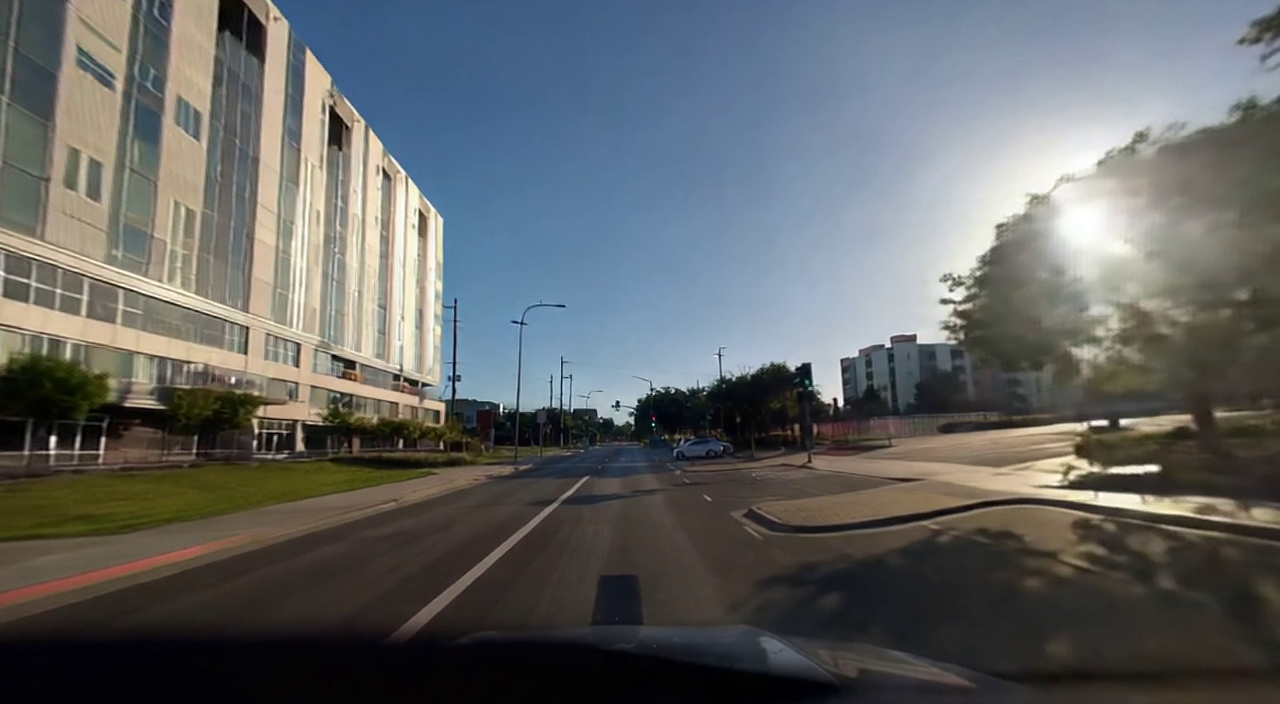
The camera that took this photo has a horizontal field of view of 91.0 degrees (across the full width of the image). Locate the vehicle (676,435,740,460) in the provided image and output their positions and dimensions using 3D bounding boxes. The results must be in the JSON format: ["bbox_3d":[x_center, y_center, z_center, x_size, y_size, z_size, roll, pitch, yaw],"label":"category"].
[{"bbox_3d":[4.498,6.302,41.532,3.844,1.524,1.847,4,-9,-32],"label":"vehicle"}]
